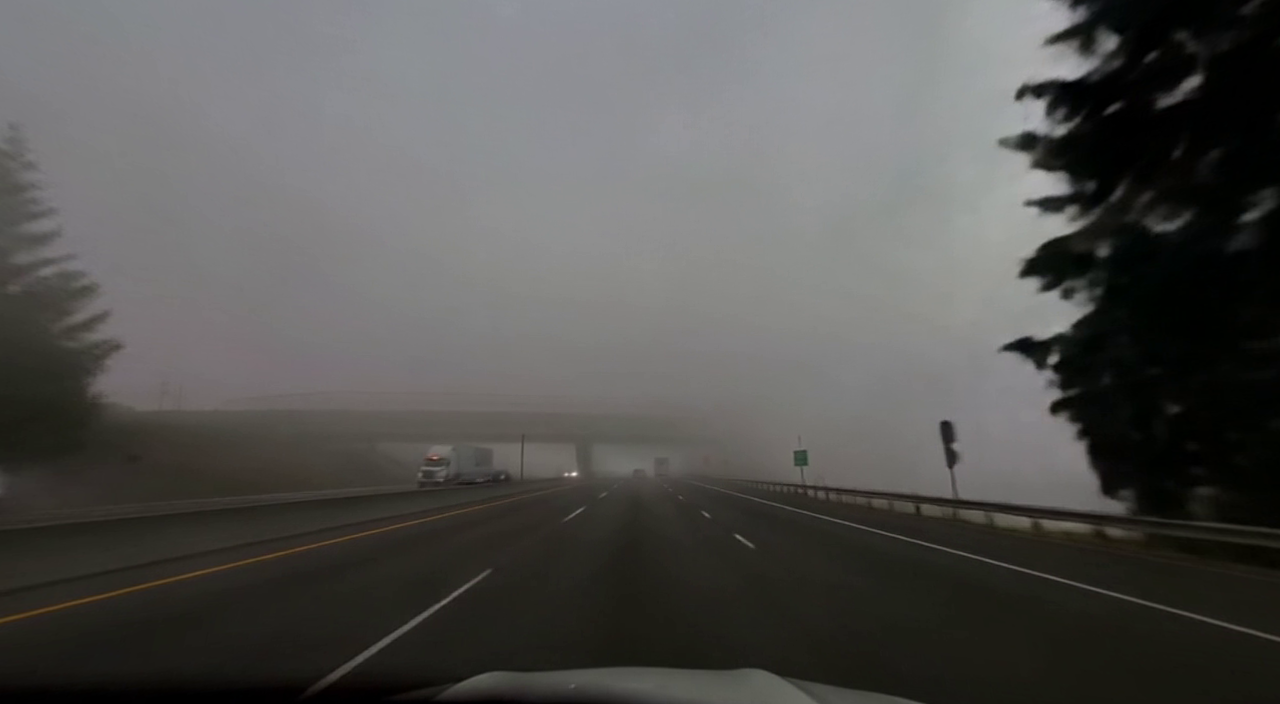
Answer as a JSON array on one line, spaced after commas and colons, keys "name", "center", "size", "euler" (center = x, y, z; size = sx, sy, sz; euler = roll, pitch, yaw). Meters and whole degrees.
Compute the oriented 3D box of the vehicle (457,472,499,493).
[{"name": "vehicle", "center": [-12.072, 9.745, 47.320], "size": [1.925, 1.436, 4.717], "euler": [1, -10, 0]}]
